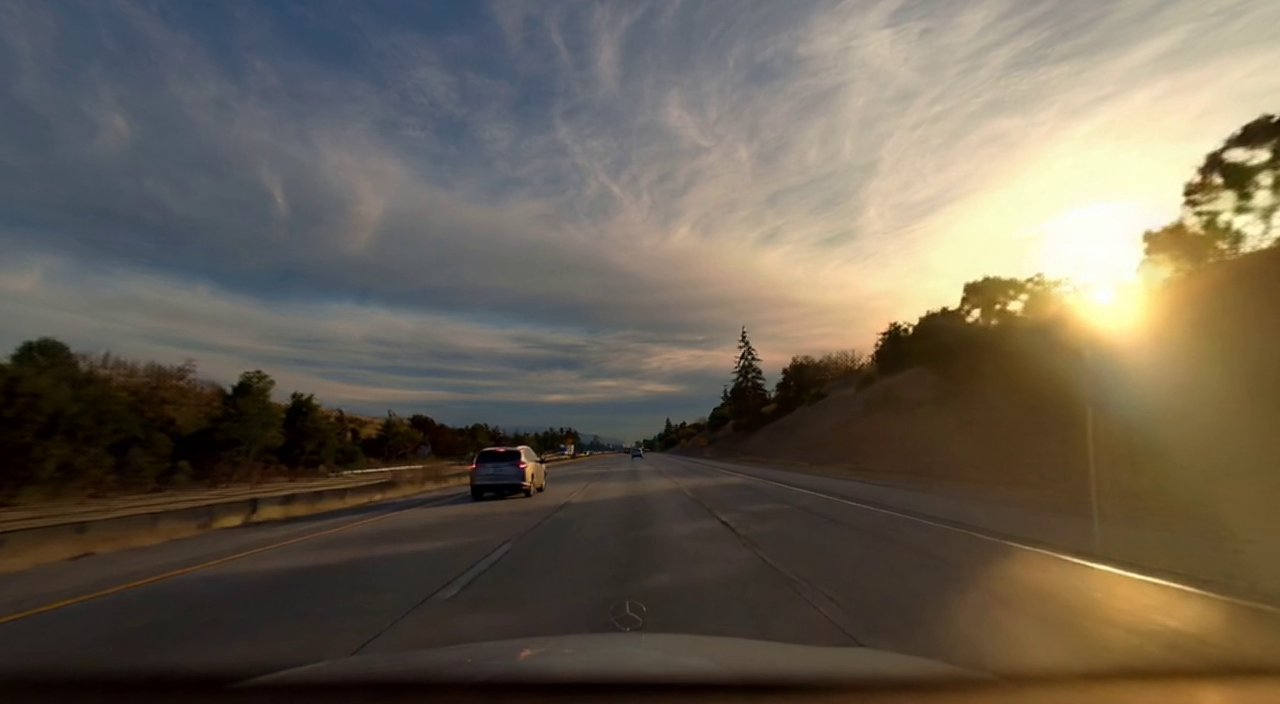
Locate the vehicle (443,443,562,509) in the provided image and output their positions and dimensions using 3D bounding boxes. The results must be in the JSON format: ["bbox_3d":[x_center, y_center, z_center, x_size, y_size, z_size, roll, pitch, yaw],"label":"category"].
[{"bbox_3d":[-3.424,3.202,16.715,2.054,1.475,4.708,0,-9,0],"label":"vehicle"}]
